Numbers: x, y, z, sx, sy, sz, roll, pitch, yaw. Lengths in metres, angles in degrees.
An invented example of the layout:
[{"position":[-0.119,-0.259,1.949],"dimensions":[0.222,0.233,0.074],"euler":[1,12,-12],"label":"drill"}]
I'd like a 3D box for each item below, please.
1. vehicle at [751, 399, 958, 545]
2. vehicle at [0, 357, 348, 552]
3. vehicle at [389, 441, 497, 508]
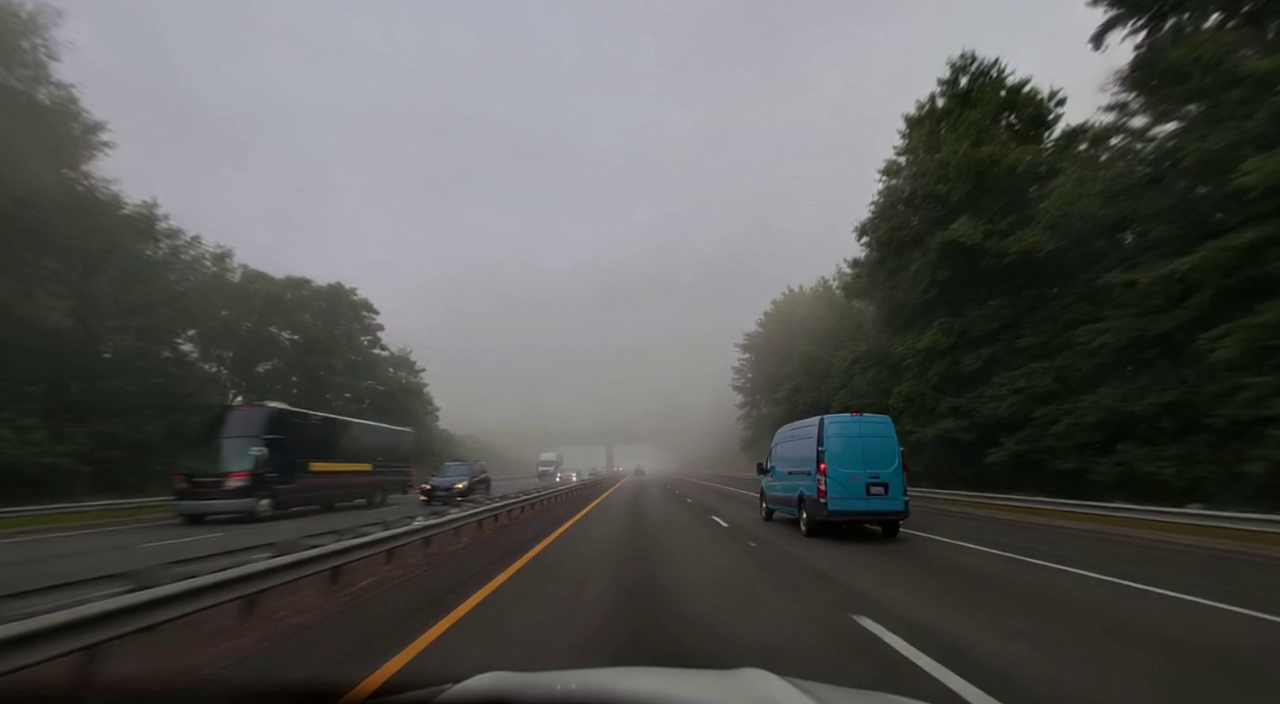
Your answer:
[{"position":[4.455,2.769,14.750],"dimensions":[2.372,2.581,6.763],"euler":[1,-10,-1],"label":"vehicle"},{"position":[-11.583,2.807,16.931],"dimensions":[2.976,3.797,8.999],"euler":[1,-10,0],"label":"vehicle"},{"position":[-7.373,4.711,24.356],"dimensions":[2.219,2.233,5.797],"euler":[1,-10,0],"label":"vehicle"}]
